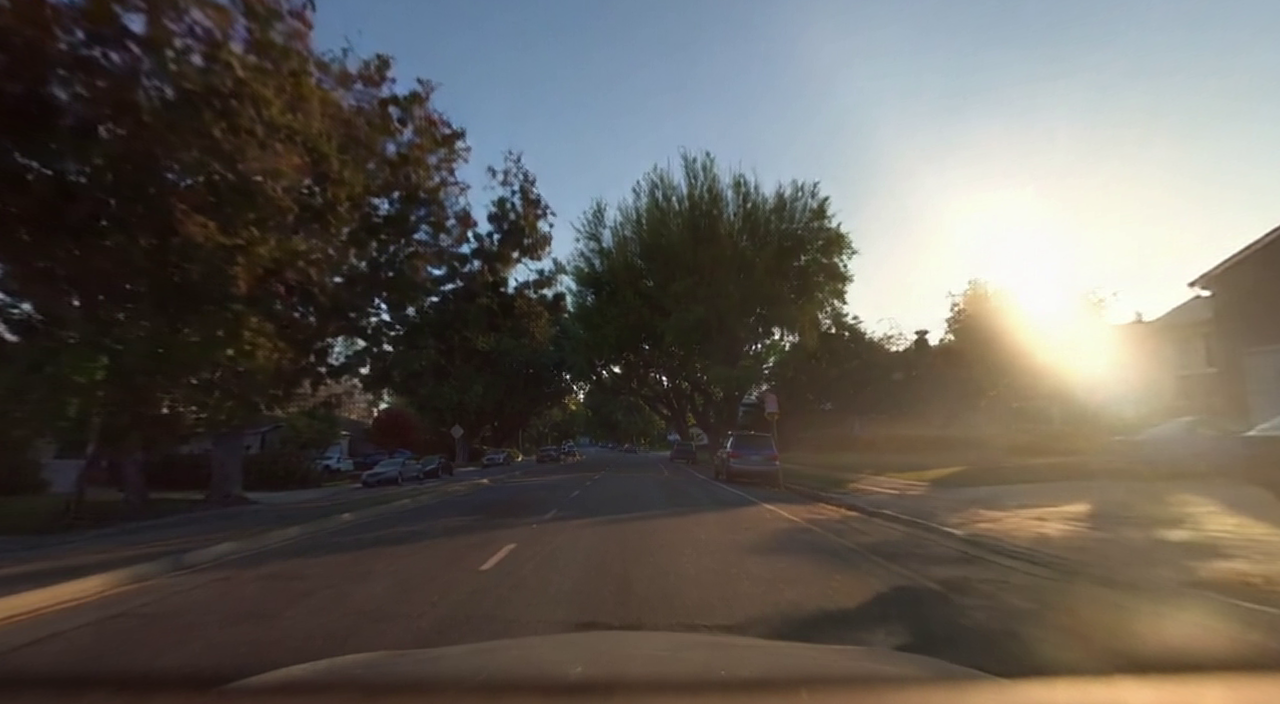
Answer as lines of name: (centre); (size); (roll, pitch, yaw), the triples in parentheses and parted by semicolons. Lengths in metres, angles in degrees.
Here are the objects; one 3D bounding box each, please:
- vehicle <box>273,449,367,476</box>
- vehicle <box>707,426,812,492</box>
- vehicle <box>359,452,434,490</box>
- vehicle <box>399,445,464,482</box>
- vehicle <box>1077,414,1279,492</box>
vehicle: (-19.306, 6.675, 38.246); (4.569, 1.498, 2.072); (0, -8, 0)
vehicle: (3.845, 3.604, 21.698); (2.319, 1.938, 5.961); (1, -8, -2)
vehicle: (-11.084, 5.409, 29.104); (1.815, 1.532, 4.517); (1, -8, -2)
vehicle: (-11.086, 5.932, 33.997); (1.981, 1.790, 4.682); (0, -8, -1)
vehicle: (12.353, 2.125, 13.395); (4.627, 1.500, 2.046); (0, -8, -1)
